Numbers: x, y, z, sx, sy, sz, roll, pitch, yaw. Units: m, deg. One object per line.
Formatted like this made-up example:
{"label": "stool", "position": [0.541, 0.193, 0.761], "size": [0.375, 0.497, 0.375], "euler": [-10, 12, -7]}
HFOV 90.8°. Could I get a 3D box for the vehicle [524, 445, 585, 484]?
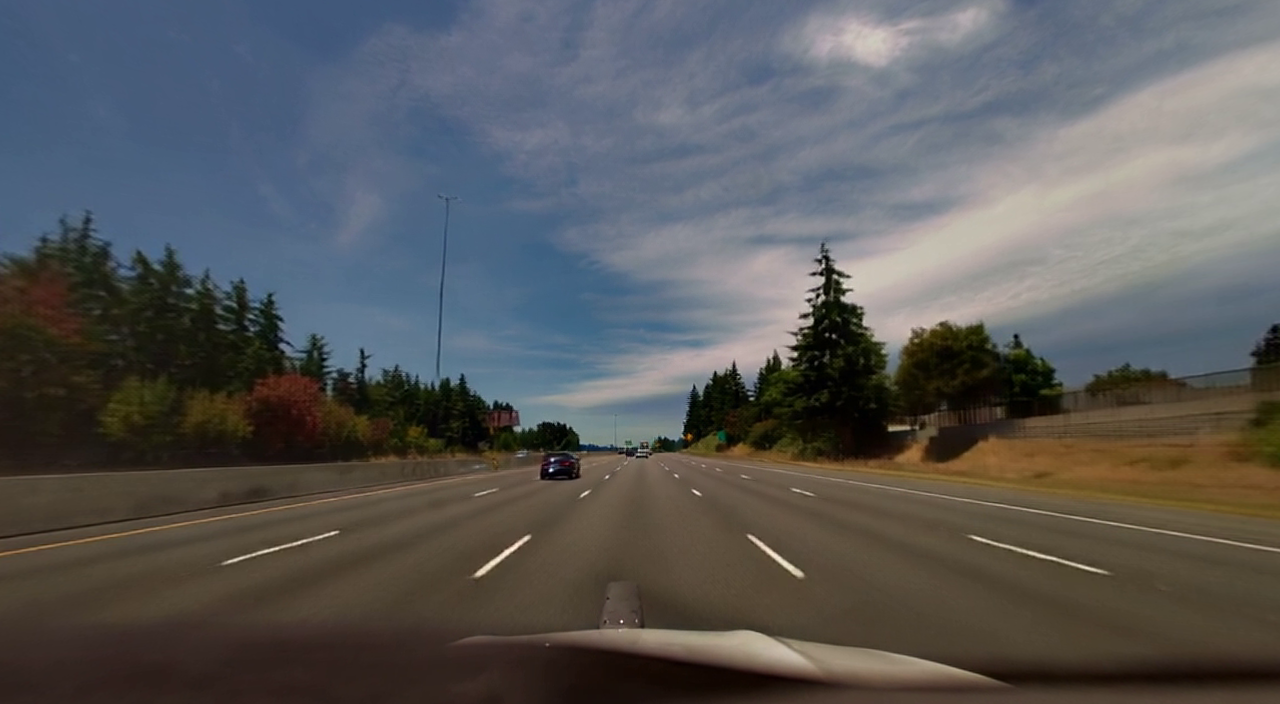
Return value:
{"label": "vehicle", "position": [-3.585, 4.794, 27.180], "size": [1.979, 1.521, 4.147], "euler": [0, -9, 1]}
